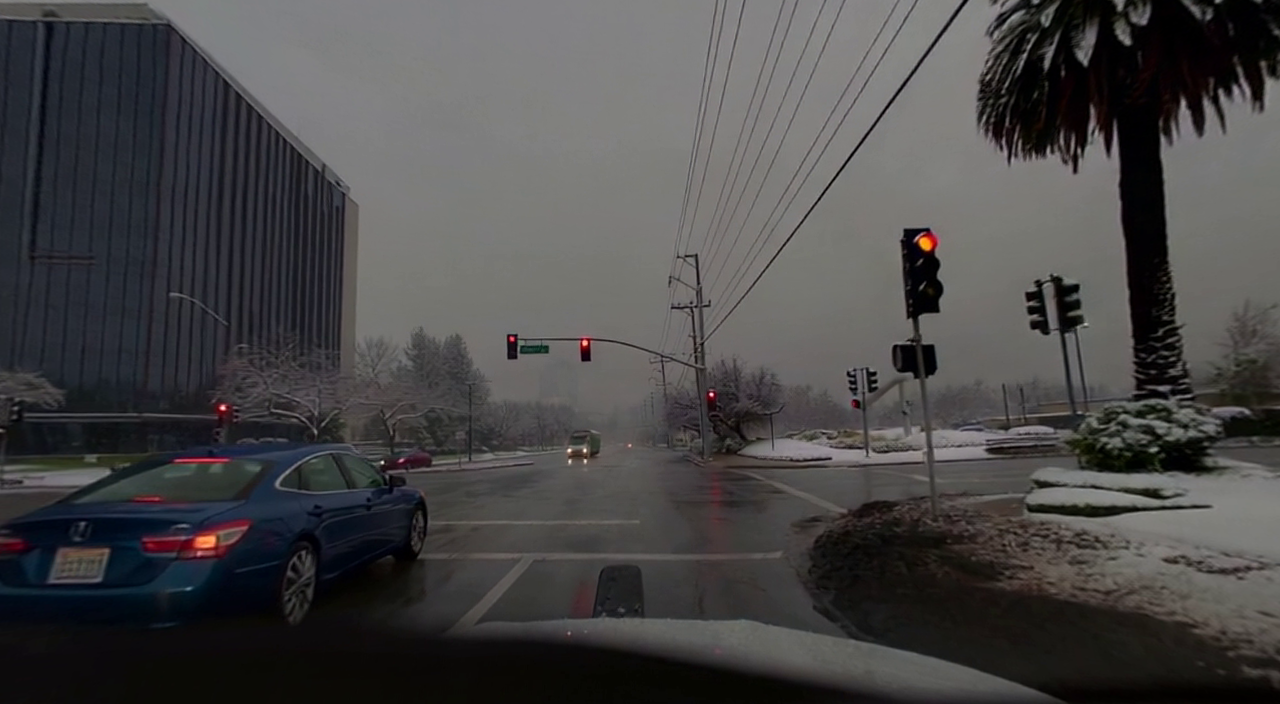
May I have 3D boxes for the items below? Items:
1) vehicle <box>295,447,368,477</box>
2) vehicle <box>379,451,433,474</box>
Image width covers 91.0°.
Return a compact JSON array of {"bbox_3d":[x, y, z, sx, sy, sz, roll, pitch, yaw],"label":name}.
[{"bbox_3d":[-19.047,6.799,39.124,2.017,1.739,4.569,0,-9,2],"label":"vehicle"},{"bbox_3d":[-15.197,7.146,41.048,1.875,1.389,3.784,0,-9,3],"label":"vehicle"}]
